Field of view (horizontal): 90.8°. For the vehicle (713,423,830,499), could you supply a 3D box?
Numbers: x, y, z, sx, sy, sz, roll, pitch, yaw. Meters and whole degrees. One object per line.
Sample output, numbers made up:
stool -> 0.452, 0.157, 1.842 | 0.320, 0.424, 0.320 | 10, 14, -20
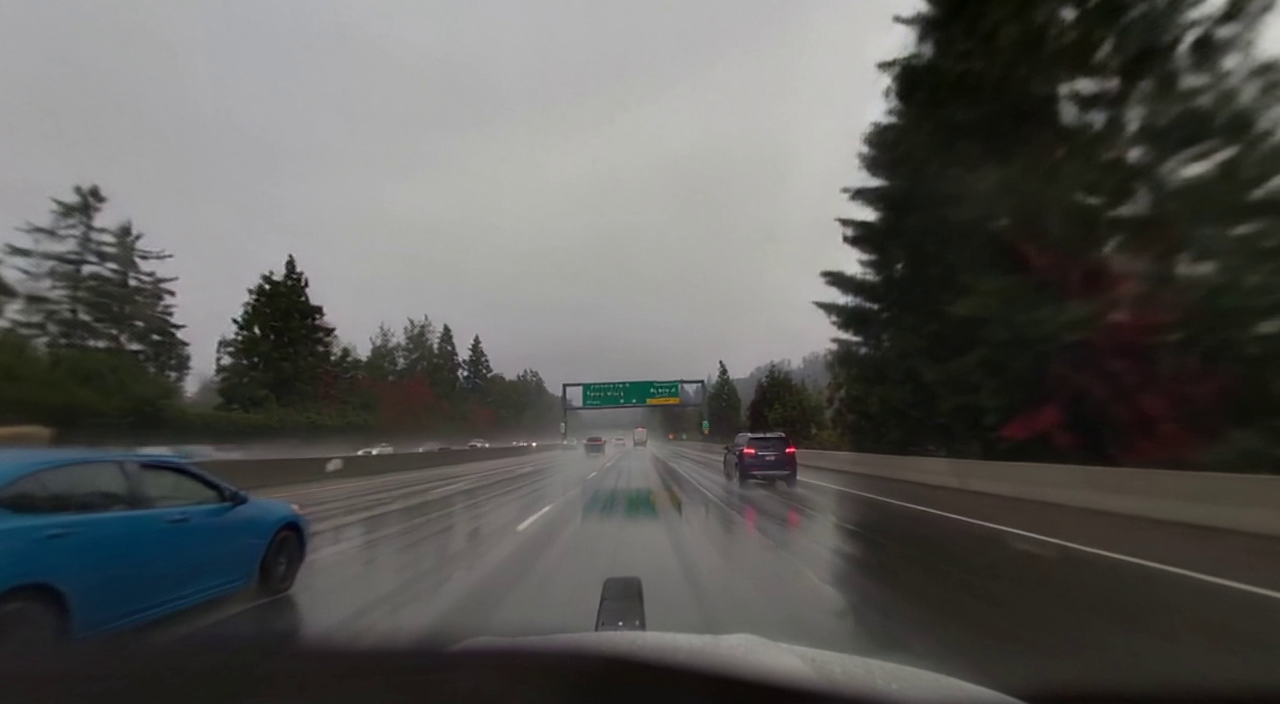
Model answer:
vehicle -> 3.225, 2.779, 16.396 | 2.053, 1.714, 4.097 | 0, -9, -1

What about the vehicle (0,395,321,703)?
vehicle -> -3.998, 1.050, 3.265 | 2.118, 1.573, 4.940 | 0, -9, 0
